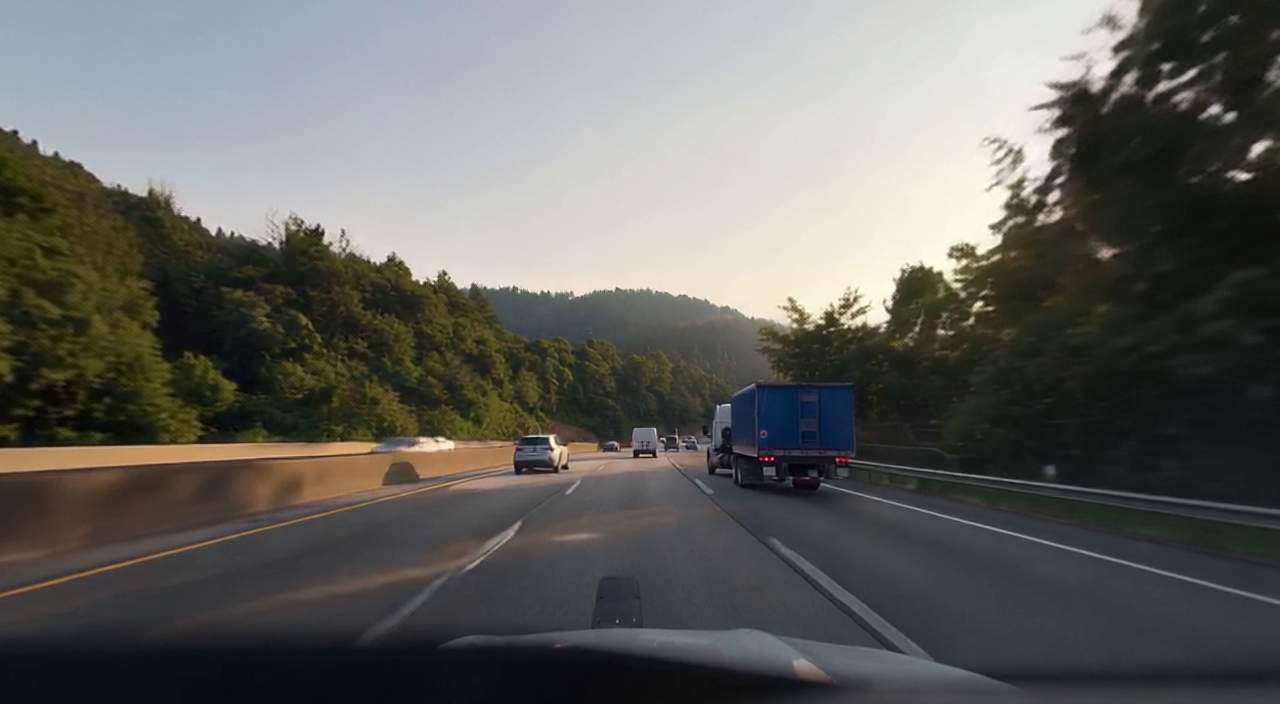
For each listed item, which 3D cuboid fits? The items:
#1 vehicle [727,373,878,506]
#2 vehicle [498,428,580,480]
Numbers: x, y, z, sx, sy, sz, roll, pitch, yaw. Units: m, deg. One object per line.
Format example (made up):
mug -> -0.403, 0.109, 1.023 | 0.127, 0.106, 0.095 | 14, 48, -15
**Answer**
vehicle -> 3.453, 1.965, 14.355 | 2.256, 2.568, 4.049 | 0, -8, -1
vehicle -> -3.280, 3.394, 21.354 | 2.008, 1.588, 4.147 | 0, -8, 1
